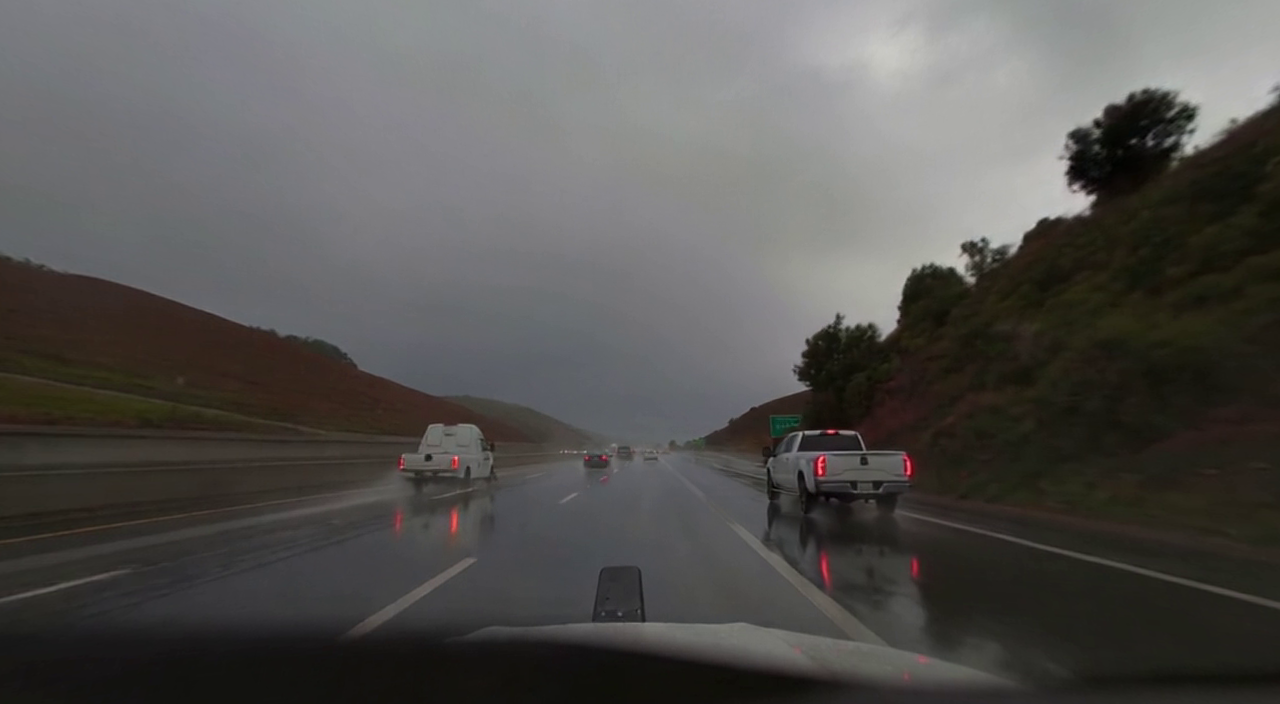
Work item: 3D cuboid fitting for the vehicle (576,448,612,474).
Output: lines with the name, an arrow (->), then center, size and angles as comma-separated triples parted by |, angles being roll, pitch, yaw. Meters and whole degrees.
vehicle -> -2.928, 7.067, 41.147 | 2.009, 1.593, 4.378 | 0, -9, 0

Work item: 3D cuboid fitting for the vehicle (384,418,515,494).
vehicle -> -7.050, 4.018, 24.591 | 2.937, 2.509, 7.090 | 0, -9, 0

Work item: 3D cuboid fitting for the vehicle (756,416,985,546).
vehicle -> 3.638, 2.157, 11.154 | 2.231, 1.789, 4.700 | 0, -9, 0
